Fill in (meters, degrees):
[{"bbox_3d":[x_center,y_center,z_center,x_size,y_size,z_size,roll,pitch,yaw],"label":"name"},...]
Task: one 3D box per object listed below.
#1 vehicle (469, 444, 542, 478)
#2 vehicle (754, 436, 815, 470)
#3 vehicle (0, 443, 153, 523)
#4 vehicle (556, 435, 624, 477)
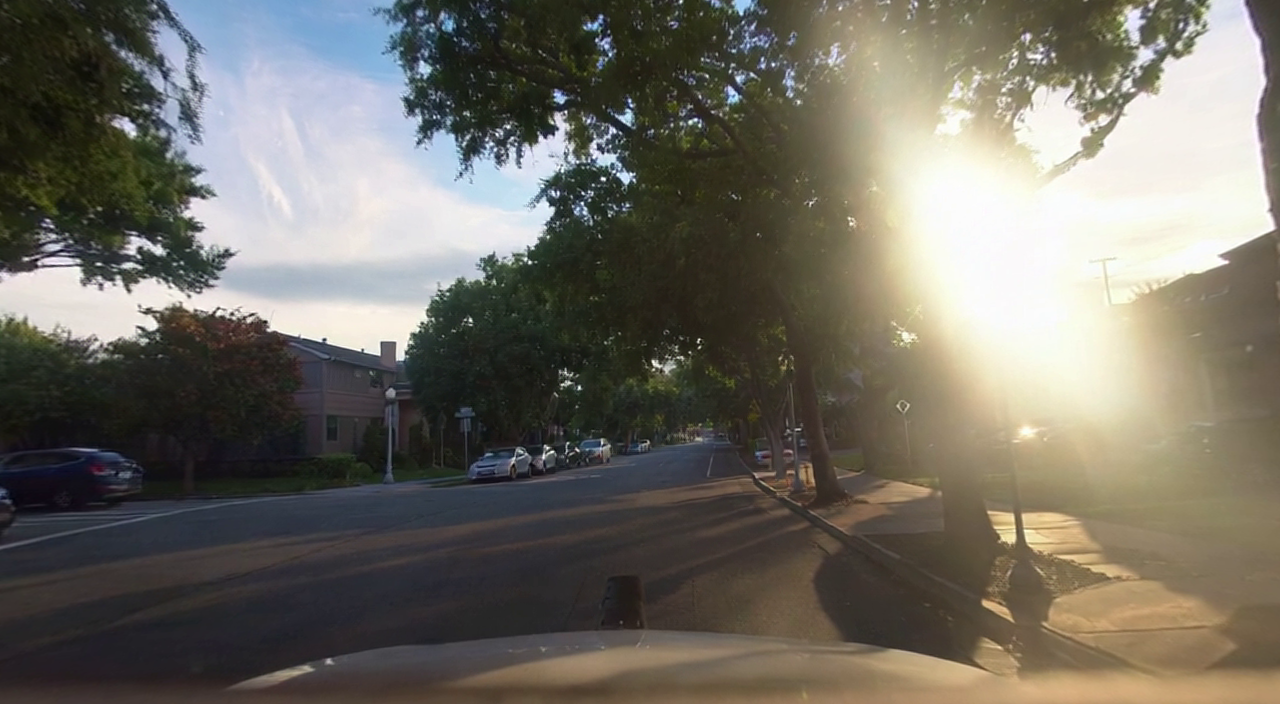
[{"bbox_3d":[-6.073,4.968,29.069,1.968,1.443,4.358,-1,-9,6],"label":"vehicle"},{"bbox_3d":[6.687,4.714,29.680,1.918,1.461,4.419,-1,-8,1],"label":"vehicle"},{"bbox_3d":[-13.832,2.878,14.166,4.106,1.620,2.065,-1,-9,2],"label":"vehicle"},{"bbox_3d":[-2.059,4.491,27.398,2.110,1.651,4.410,-1,-9,7],"label":"vehicle"}]
